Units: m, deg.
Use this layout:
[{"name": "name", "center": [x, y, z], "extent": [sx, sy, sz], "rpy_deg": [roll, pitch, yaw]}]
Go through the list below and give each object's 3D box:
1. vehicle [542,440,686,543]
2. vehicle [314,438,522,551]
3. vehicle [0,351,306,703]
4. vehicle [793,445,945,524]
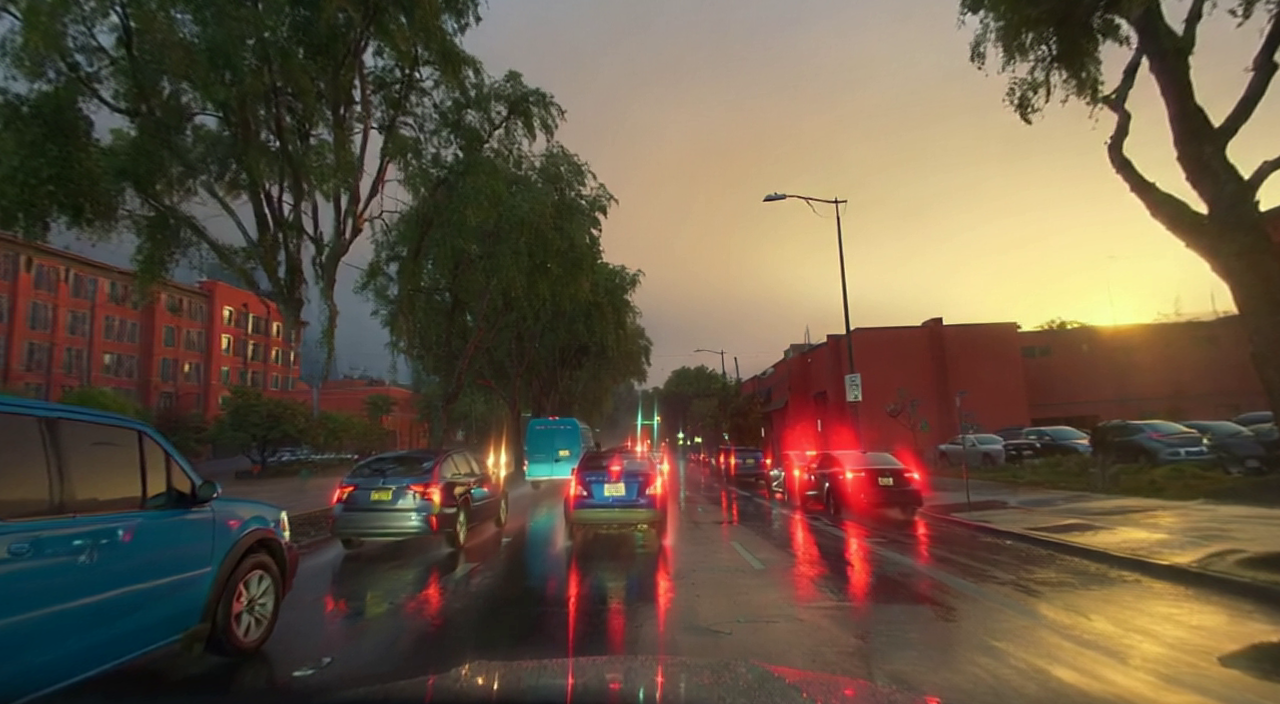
[{"name": "vehicle", "center": [-0.384, 2.417, 11.573], "extent": [2.152, 1.518, 4.113], "rpy_deg": [0, -9, 0]}, {"name": "vehicle", "center": [-3.532, 2.332, 11.087], "extent": [1.995, 1.554, 4.426], "rpy_deg": [0, -9, 1]}, {"name": "vehicle", "center": [-3.718, 0.866, 2.496], "extent": [2.140, 1.768, 4.685], "rpy_deg": [0, -9, 1]}, {"name": "vehicle", "center": [4.906, 2.858, 14.196], "extent": [1.832, 1.491, 4.054], "rpy_deg": [1, -9, -1]}]
